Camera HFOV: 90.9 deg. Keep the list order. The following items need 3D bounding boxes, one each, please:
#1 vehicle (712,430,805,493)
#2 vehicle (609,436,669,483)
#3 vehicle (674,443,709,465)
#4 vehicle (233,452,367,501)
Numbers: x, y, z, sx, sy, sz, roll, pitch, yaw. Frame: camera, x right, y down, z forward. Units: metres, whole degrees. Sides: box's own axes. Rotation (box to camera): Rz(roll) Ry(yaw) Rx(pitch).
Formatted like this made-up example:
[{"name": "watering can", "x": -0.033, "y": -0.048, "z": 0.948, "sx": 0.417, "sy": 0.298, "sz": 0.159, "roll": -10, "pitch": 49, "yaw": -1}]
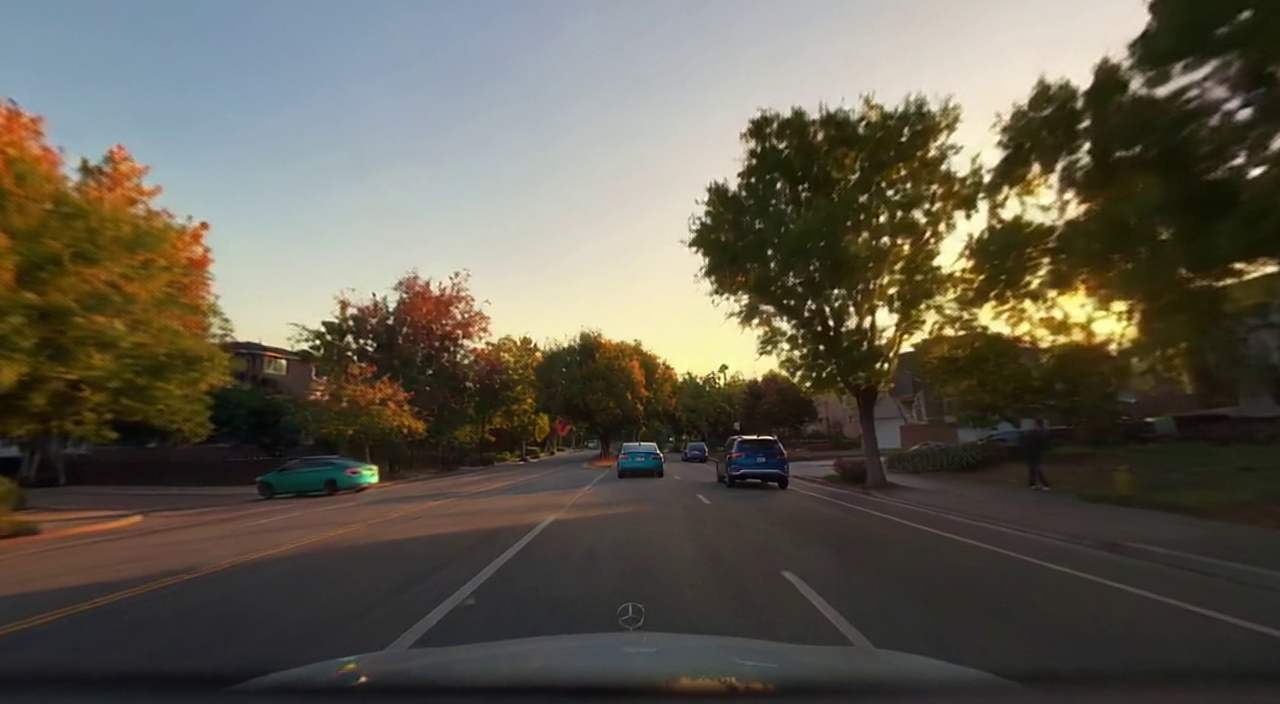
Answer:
[{"name": "vehicle", "x": 3.534, "y": 3.379, "z": 19.760, "sx": 2.024, "sy": 1.711, "sz": 4.512, "roll": 0, "pitch": -8, "yaw": 0}, {"name": "vehicle", "x": -0.033, "y": 4.203, "z": 24.952, "sx": 2.200, "sy": 1.653, "sz": 4.127, "roll": 0, "pitch": -8, "yaw": 0}, {"name": "vehicle", "x": 3.570, "y": 7.162, "z": 44.320, "sx": 2.099, "sy": 1.463, "sz": 4.130, "roll": 0, "pitch": -8, "yaw": -1}, {"name": "vehicle", "x": -13.383, "y": 4.906, "z": 24.979, "sx": 4.296, "sy": 1.611, "sz": 1.942, "roll": -4, "pitch": -9, "yaw": 5}]
